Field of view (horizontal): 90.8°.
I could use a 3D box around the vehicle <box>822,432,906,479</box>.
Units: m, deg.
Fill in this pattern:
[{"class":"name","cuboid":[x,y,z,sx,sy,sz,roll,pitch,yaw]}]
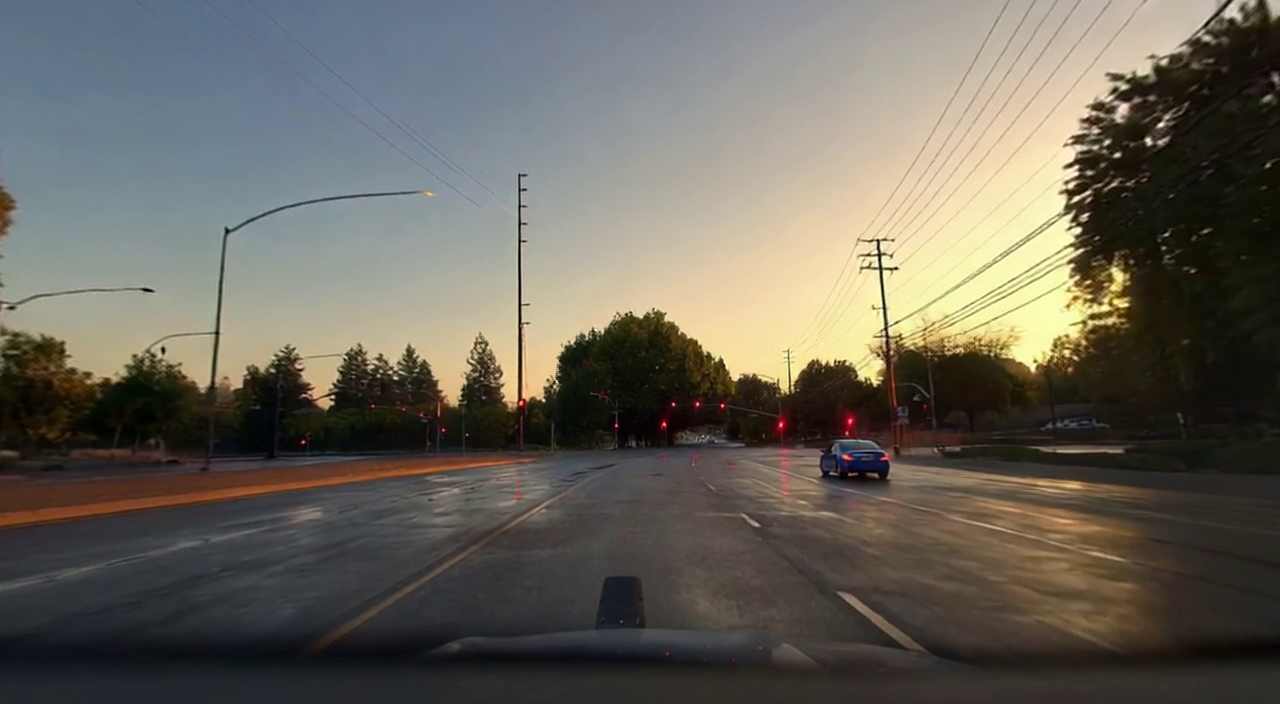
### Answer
[{"class":"vehicle","cuboid":[7.988,3.728,22.918,1.797,1.544,3.685,0,-8,2]}]
